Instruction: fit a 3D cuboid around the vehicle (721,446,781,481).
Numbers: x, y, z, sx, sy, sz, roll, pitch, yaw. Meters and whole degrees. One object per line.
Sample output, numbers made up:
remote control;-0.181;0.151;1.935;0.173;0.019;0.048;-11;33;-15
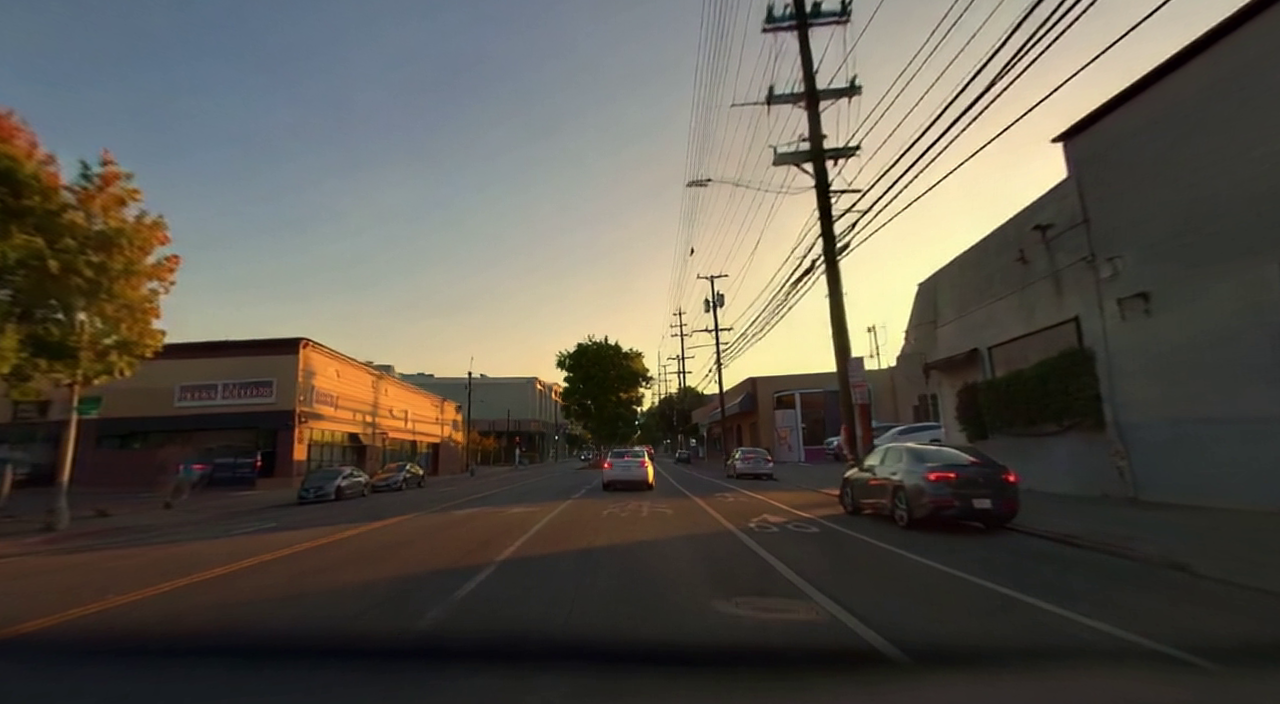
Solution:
vehicle;5.098;5.195;29.673;1.937;1.523;4.541;0;-9;-1

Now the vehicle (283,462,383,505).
vehicle;-11.836;5.062;24.691;1.828;1.457;4.371;0;-9;-2

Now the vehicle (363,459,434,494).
vehicle;-11.648;6.020;30.817;1.817;1.480;4.282;0;-9;0

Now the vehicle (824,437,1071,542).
vehicle;5.062;2.329;11.344;1.987;1.459;4.677;0;-9;-1

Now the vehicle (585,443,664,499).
vehicle;-0.436;3.533;19.018;2.116;1.479;3.980;0;-9;-1
